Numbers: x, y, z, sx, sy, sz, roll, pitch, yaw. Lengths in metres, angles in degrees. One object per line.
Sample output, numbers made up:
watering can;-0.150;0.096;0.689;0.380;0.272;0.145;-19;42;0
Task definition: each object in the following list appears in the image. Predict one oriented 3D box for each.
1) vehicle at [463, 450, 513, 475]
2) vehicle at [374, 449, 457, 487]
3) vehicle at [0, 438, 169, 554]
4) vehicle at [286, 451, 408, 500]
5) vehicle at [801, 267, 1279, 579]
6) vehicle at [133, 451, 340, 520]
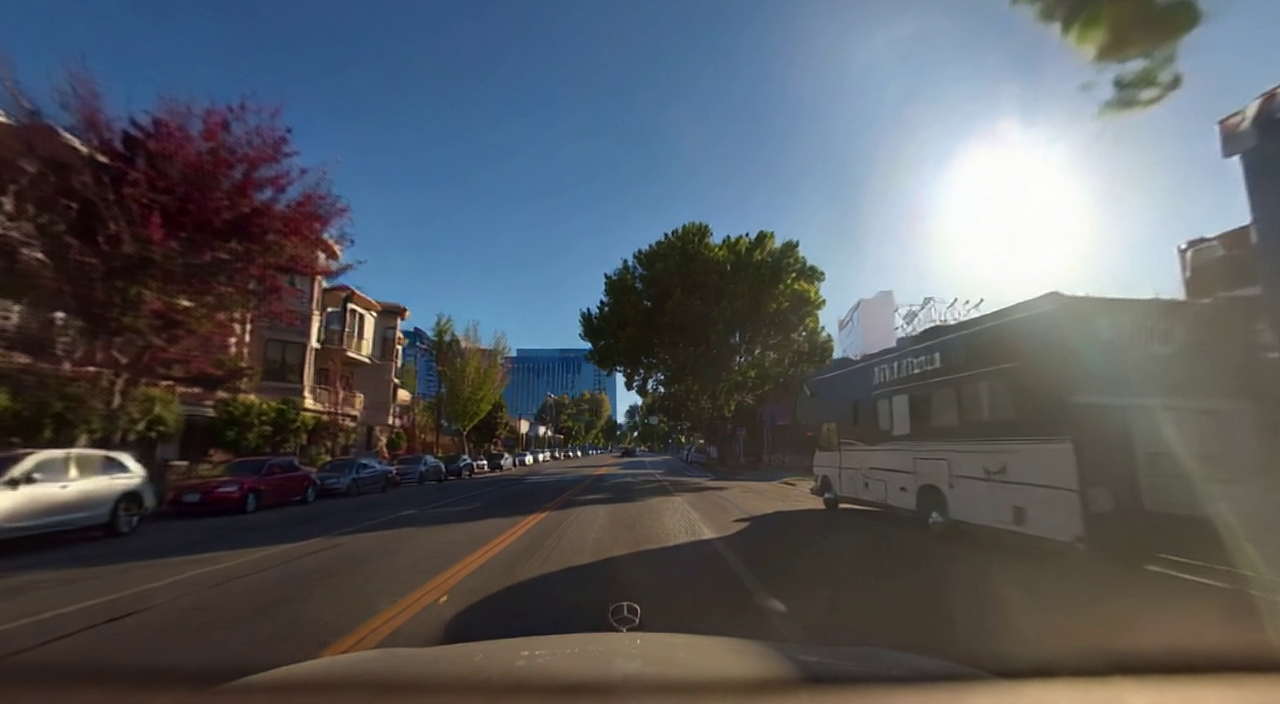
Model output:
vehicle;-10.133;7.373;42.530;1.995;1.564;5.321;0;-8;0
vehicle;-10.037;5.198;28.662;1.918;1.535;4.834;0;-8;1
vehicle;-9.998;2.113;9.559;2.276;1.597;4.421;0;-9;0
vehicle;-10.040;4.240;22.188;1.959;1.451;4.990;0;-8;-1
vehicle;6.057;1.460;11.954;3.102;3.473;9.734;0;-8;-2
vehicle;-9.999;3.311;16.302;2.078;1.427;4.900;0;-8;0
